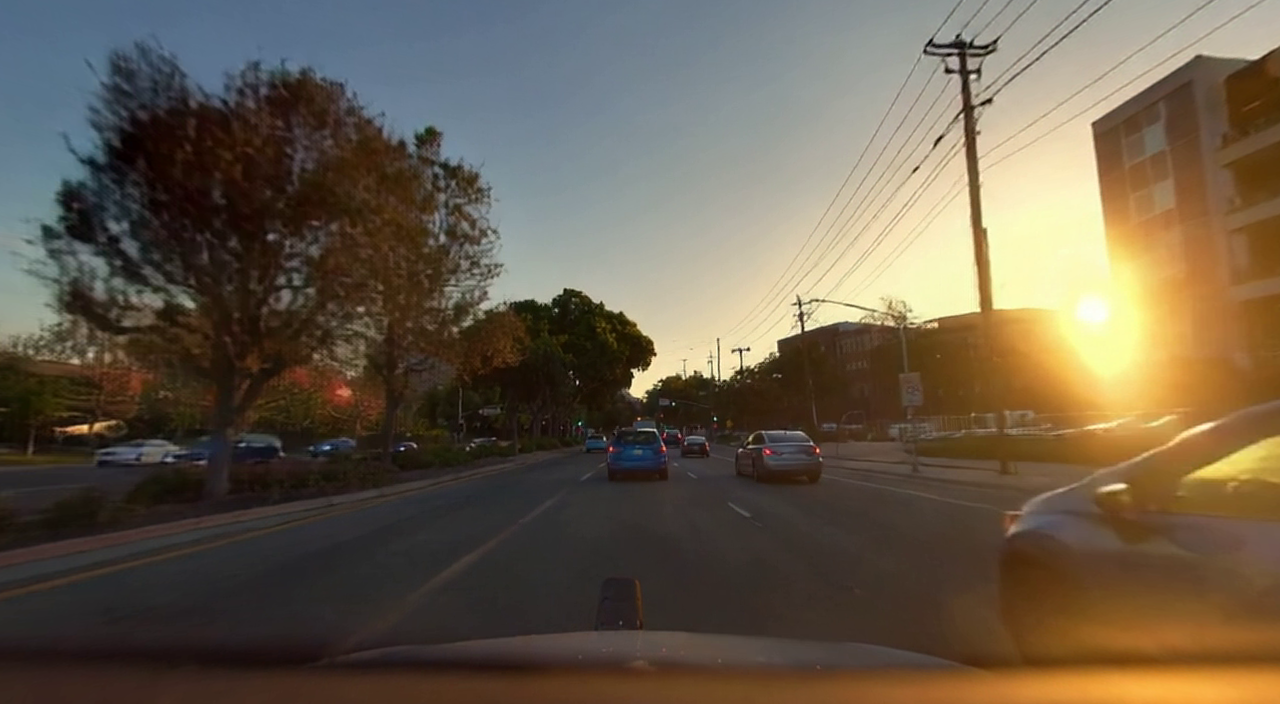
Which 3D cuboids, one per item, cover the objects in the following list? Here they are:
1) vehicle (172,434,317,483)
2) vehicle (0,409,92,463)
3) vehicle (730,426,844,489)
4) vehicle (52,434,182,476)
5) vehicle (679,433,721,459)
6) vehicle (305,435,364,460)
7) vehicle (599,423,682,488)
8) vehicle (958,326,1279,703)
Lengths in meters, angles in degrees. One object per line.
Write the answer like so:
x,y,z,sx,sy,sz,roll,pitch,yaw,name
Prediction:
-13.862,3.763,22.590,1.951,1.538,4.940,0,-8,0,vehicle
-47.395,6.230,46.860,9.759,3.784,3.013,2,-9,-7,vehicle
3.911,2.898,17.643,2.086,1.534,4.351,0,-8,0,vehicle
-22.652,4.478,27.631,1.923,1.672,4.303,0,-8,1,vehicle
3.608,5.745,38.654,2.054,1.461,4.321,0,-8,-1,vehicle
-21.983,6.922,45.646,1.982,1.699,4.421,0,-8,1,vehicle
-0.003,2.894,17.823,2.073,1.606,3.933,0,-8,-1,vehicle
3.086,0.678,1.501,2.123,1.657,4.719,0,-8,-1,vehicle
